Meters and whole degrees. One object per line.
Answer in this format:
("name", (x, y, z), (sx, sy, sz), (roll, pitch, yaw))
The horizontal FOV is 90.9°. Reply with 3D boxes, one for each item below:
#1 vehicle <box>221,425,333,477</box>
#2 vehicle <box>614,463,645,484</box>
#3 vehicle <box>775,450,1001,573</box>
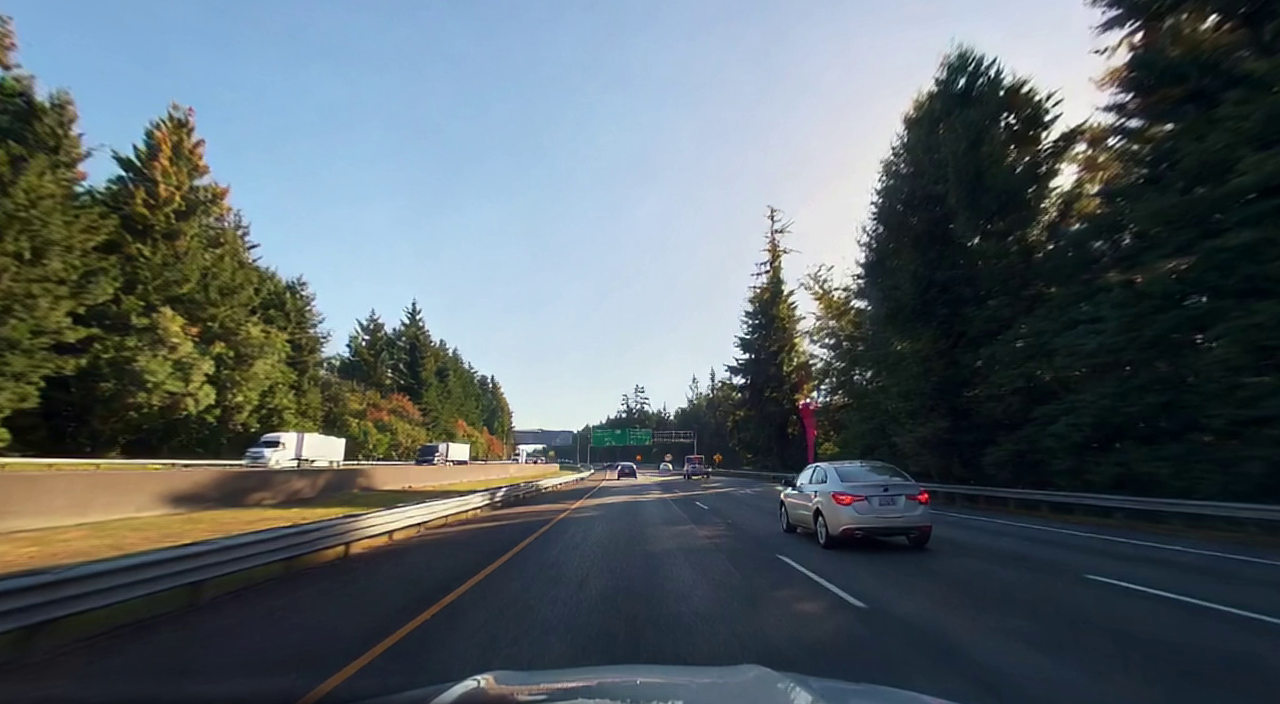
("vehicle", (-21.627, 6.075, 38.080), (2.359, 2.790, 7.380), (1, -10, -1))
("vehicle", (-0.819, 9.342, 48.499), (2.242, 1.525, 4.305), (1, -10, -1))
("vehicle", (3.932, 2.620, 10.959), (2.132, 1.662, 4.180), (1, -10, -1))
